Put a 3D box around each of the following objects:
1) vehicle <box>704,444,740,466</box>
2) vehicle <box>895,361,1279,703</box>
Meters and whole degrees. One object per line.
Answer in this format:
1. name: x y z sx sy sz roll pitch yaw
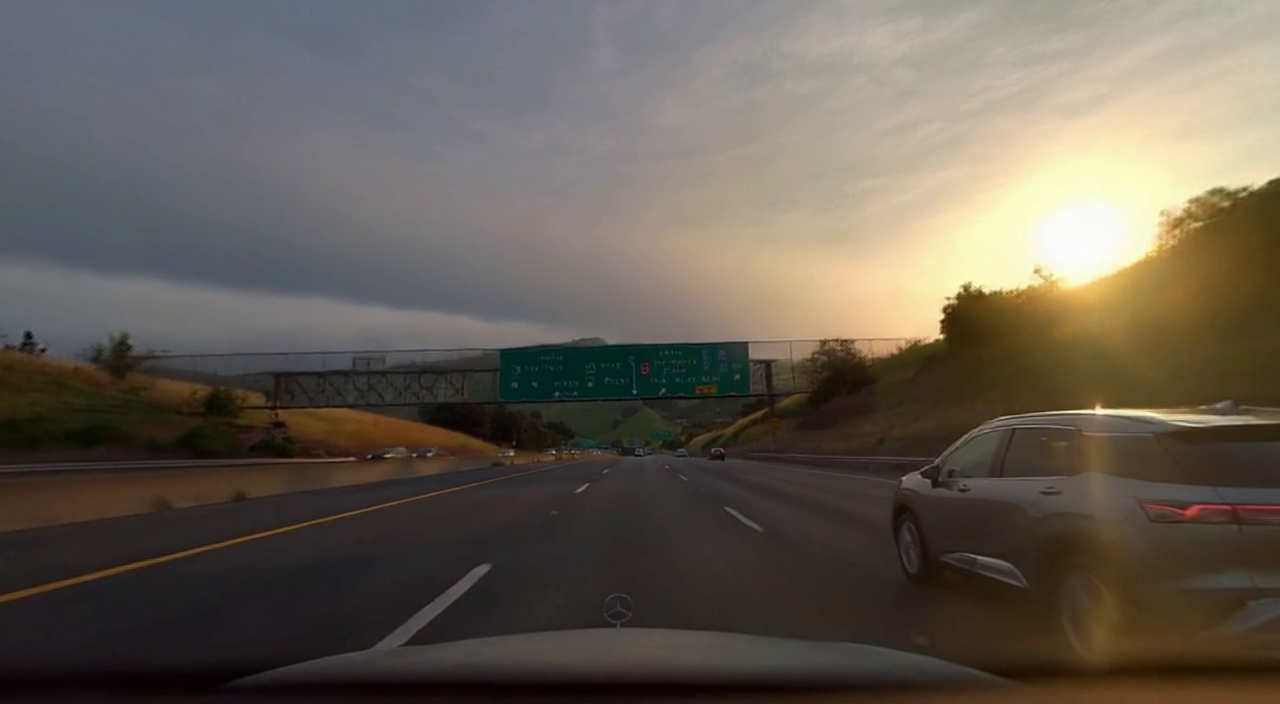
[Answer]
1. vehicle: 6.422 8.149 49.570 2.006 1.652 4.417 0 -9 -3
2. vehicle: 3.491 1.156 4.163 1.784 1.733 4.141 0 -9 -1
